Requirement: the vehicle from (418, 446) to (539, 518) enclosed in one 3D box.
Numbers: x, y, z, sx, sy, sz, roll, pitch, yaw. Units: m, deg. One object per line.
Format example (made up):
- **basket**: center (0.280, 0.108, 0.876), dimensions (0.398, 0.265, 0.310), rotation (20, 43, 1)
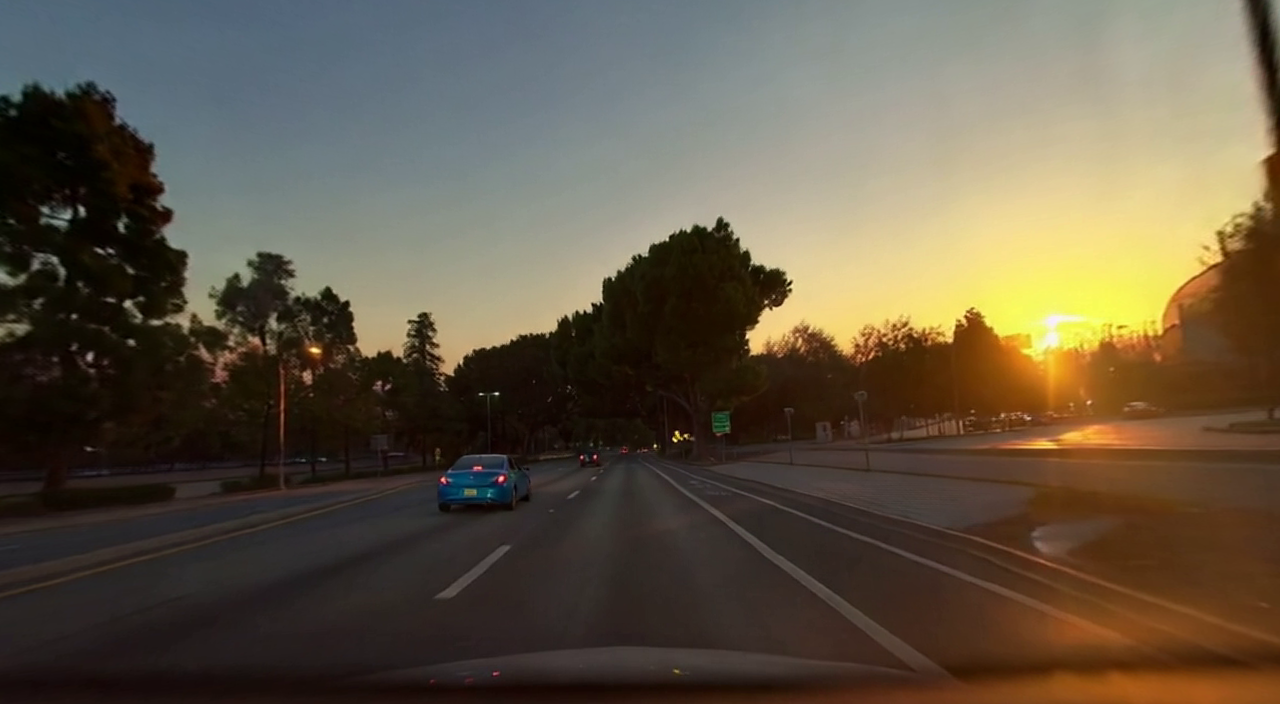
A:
- **vehicle**: center (-3.709, 3.031, 15.308), dimensions (1.964, 1.472, 4.078), rotation (0, -8, -2)
